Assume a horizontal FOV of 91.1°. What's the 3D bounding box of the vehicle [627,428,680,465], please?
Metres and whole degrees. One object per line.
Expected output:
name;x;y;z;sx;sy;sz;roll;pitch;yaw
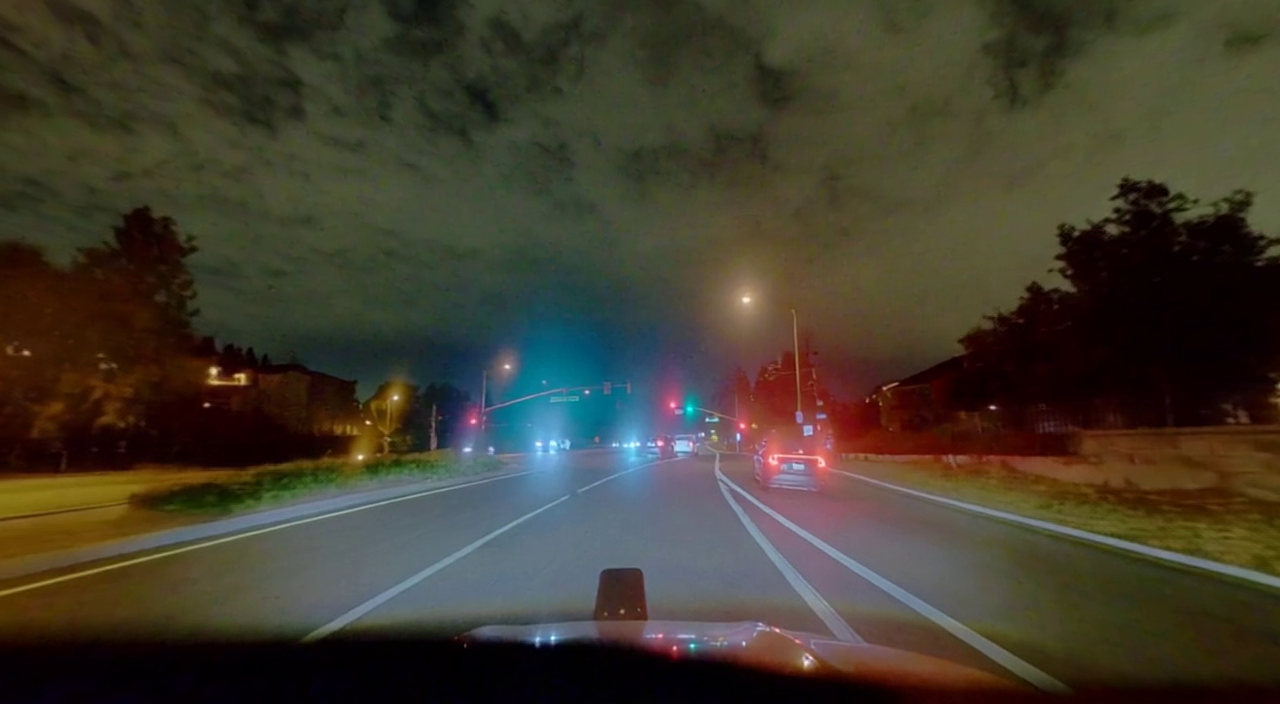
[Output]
vehicle;0.787;5.044;33.536;2.152;1.822;4.391;-1;-9;10

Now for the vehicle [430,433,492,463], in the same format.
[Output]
vehicle;-11.043;6.000;39.150;2.111;1.751;4.757;-1;-9;5
